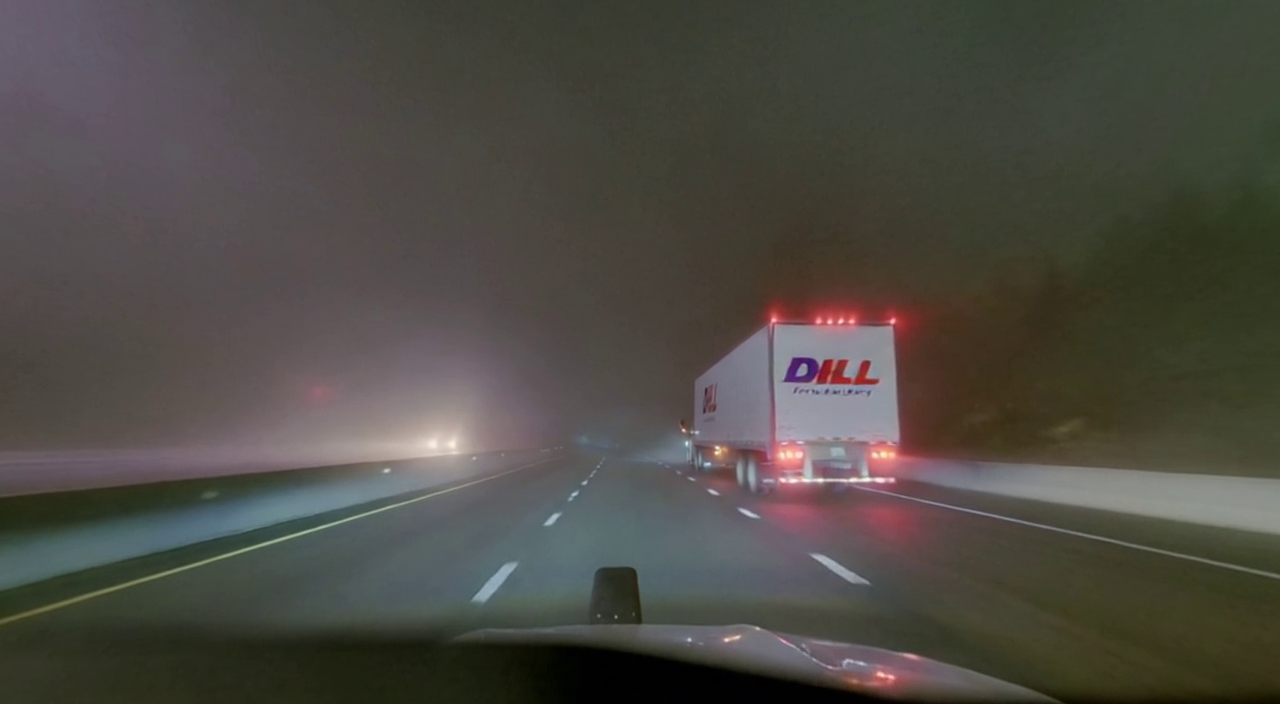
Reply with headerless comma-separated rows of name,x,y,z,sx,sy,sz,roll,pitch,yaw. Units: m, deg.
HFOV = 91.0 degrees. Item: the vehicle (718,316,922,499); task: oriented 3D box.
vehicle,4.329,1.729,17.583,2.880,3.918,8.254,0,-8,-2
